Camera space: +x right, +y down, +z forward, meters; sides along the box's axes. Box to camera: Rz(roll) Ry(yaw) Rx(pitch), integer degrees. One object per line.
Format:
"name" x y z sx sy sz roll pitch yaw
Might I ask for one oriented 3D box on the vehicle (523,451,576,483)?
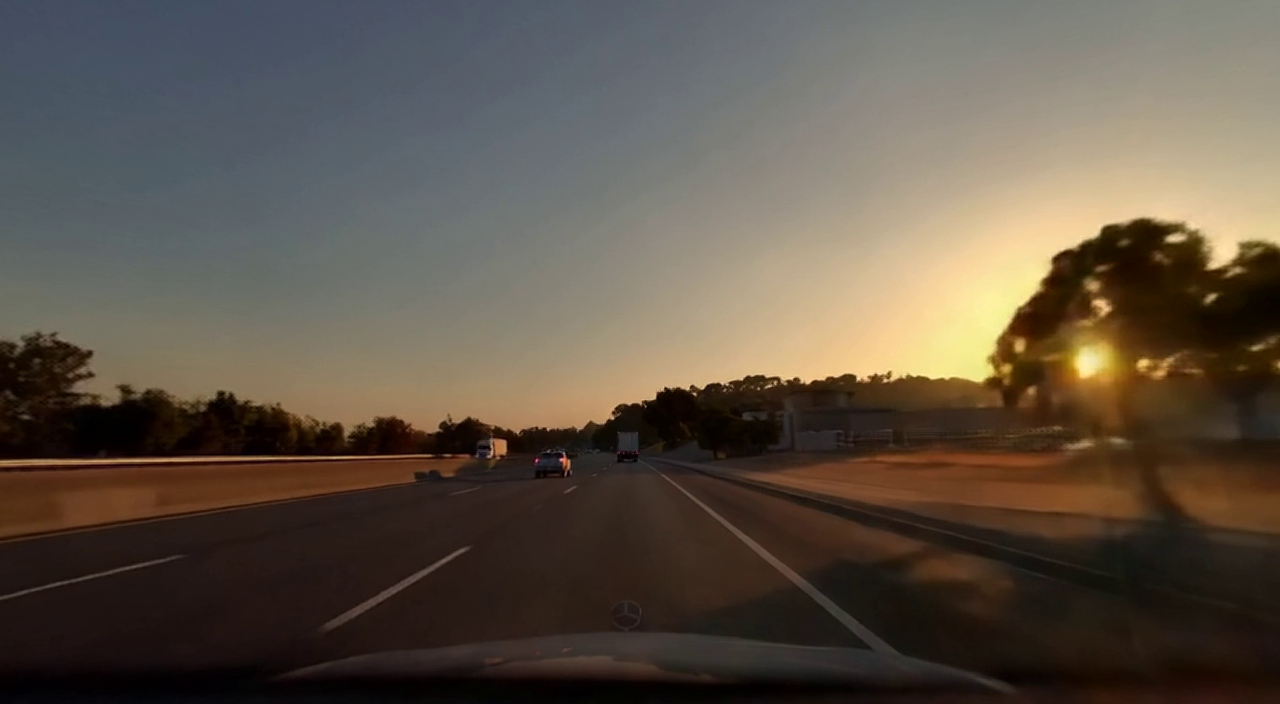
"vehicle" -4.679 6.031 33.446 2.108 1.573 5.000 0 -9 0
